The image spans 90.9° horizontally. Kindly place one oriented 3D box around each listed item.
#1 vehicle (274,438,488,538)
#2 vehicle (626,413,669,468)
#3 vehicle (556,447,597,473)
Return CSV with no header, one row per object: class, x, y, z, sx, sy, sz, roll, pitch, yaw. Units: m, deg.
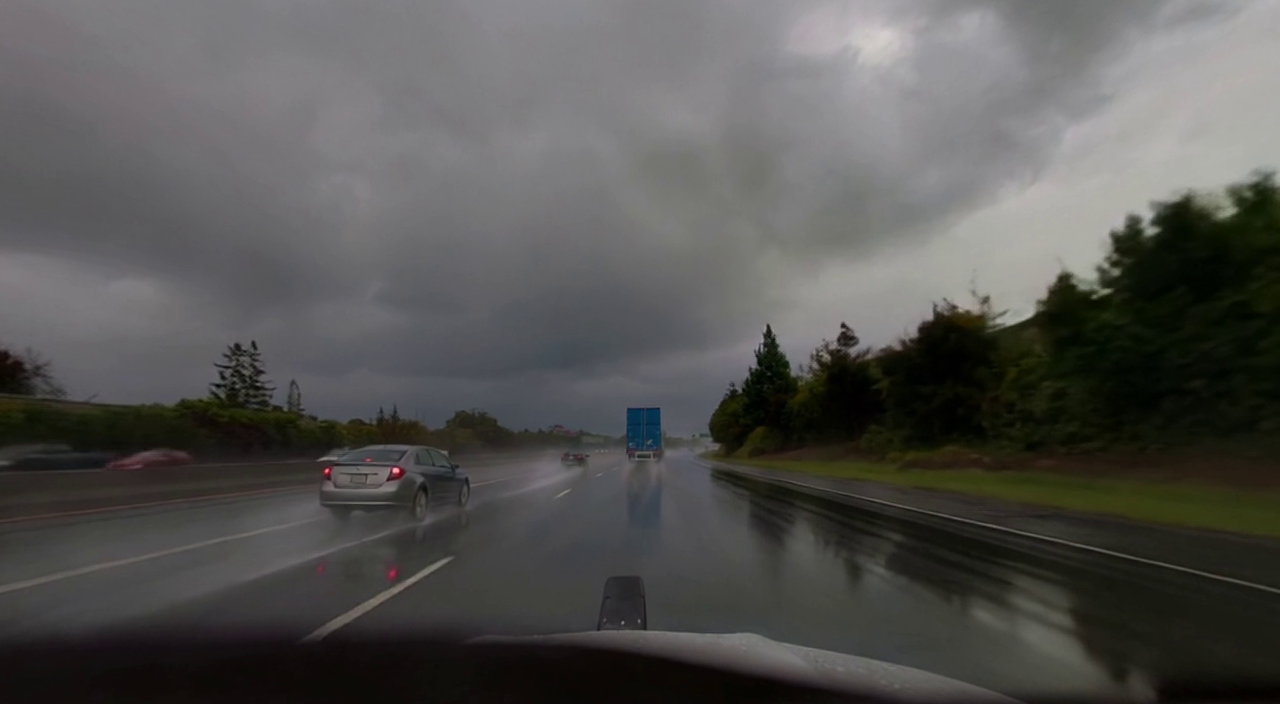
vehicle,-4.384,2.358,11.603,2.010,1.461,4.391,0,-9,1
vehicle,0.461,6.597,46.628,2.893,3.628,9.081,0,-9,0
vehicle,-3.768,6.494,38.143,1.981,1.435,4.199,0,-9,1
